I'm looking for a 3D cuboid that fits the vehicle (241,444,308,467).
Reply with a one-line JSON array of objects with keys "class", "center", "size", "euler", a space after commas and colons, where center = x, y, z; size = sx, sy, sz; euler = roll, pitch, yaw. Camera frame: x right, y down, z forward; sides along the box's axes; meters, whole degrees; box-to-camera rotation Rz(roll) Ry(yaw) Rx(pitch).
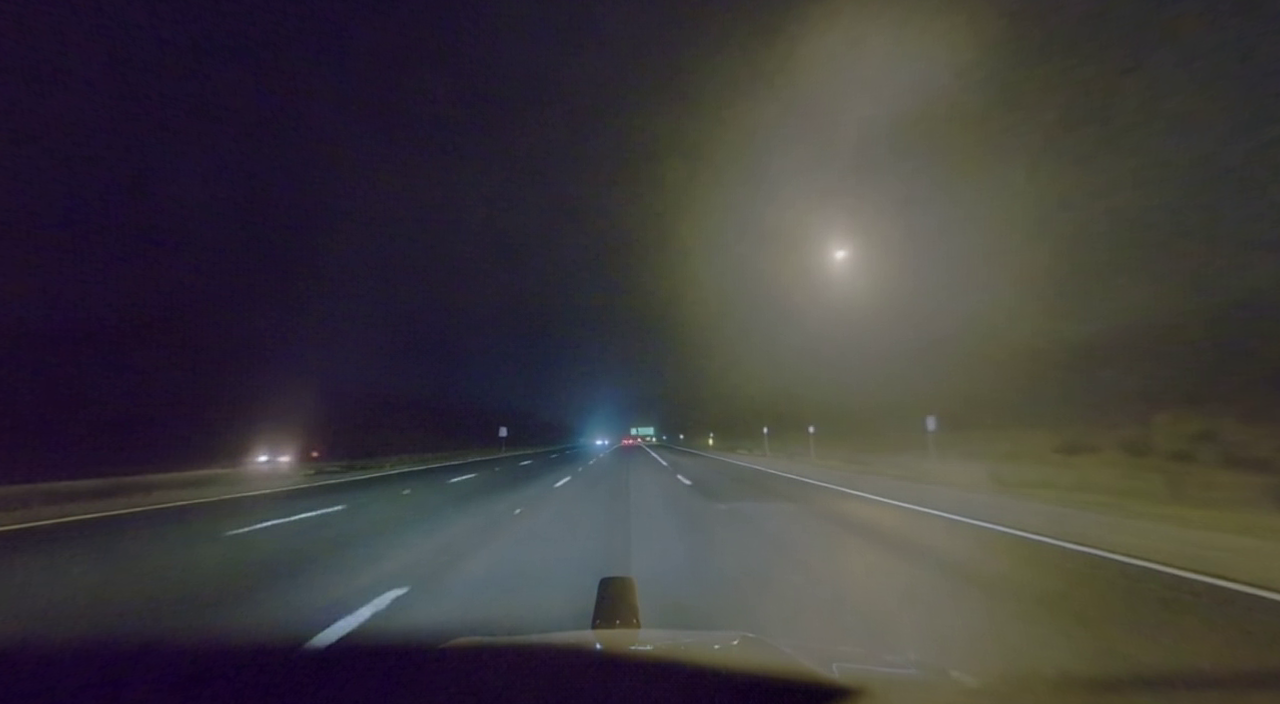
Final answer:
[{"class": "vehicle", "center": [-24.015, 6.774, 41.499], "size": [1.886, 1.397, 4.160], "euler": [0, -8, 0]}]
